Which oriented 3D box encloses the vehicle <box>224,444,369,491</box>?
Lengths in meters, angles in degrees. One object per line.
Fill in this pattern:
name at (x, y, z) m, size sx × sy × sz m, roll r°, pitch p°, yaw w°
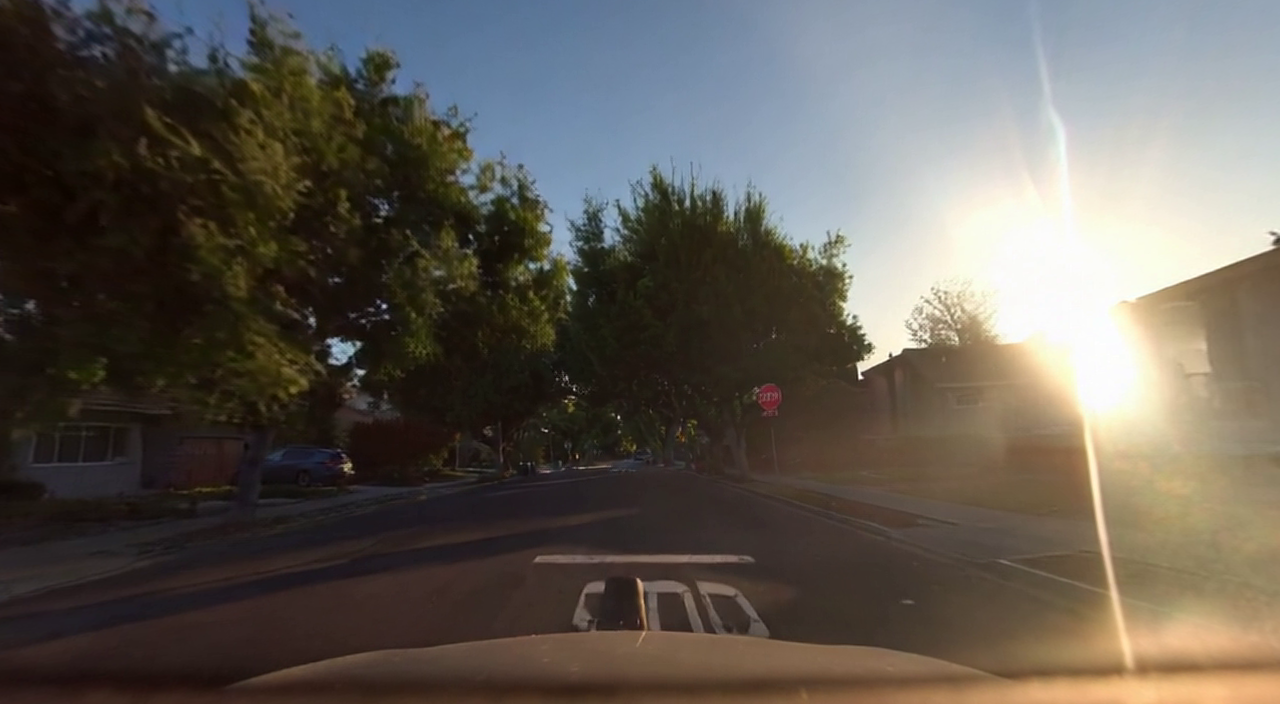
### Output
vehicle at (-14.269, 4.807, 26.495) m, size 4.809 × 1.865 × 2.093 m, roll 0°, pitch -9°, yaw -2°
